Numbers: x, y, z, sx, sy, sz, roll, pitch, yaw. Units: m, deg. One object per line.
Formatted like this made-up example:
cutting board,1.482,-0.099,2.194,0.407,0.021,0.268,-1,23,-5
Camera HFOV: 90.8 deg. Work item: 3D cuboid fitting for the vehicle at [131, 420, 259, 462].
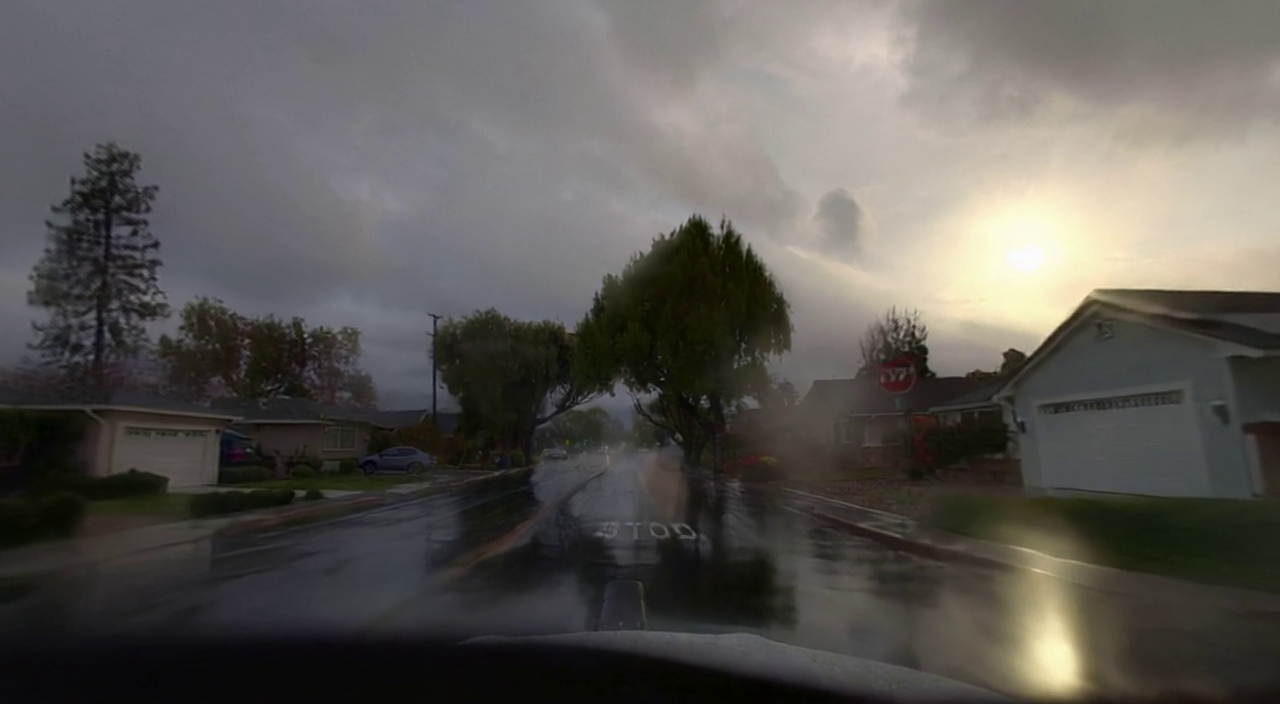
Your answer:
vehicle,-19.227,3.879,27.453,4.093,1.661,1.765,0,-9,-6

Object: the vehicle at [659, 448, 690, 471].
vehicle,2.465,7.796,45.978,1.975,1.528,4.000,0,-9,0

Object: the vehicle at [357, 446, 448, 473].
vehicle,-13.966,6.363,37.356,4.572,1.522,1.999,1,-9,-5
